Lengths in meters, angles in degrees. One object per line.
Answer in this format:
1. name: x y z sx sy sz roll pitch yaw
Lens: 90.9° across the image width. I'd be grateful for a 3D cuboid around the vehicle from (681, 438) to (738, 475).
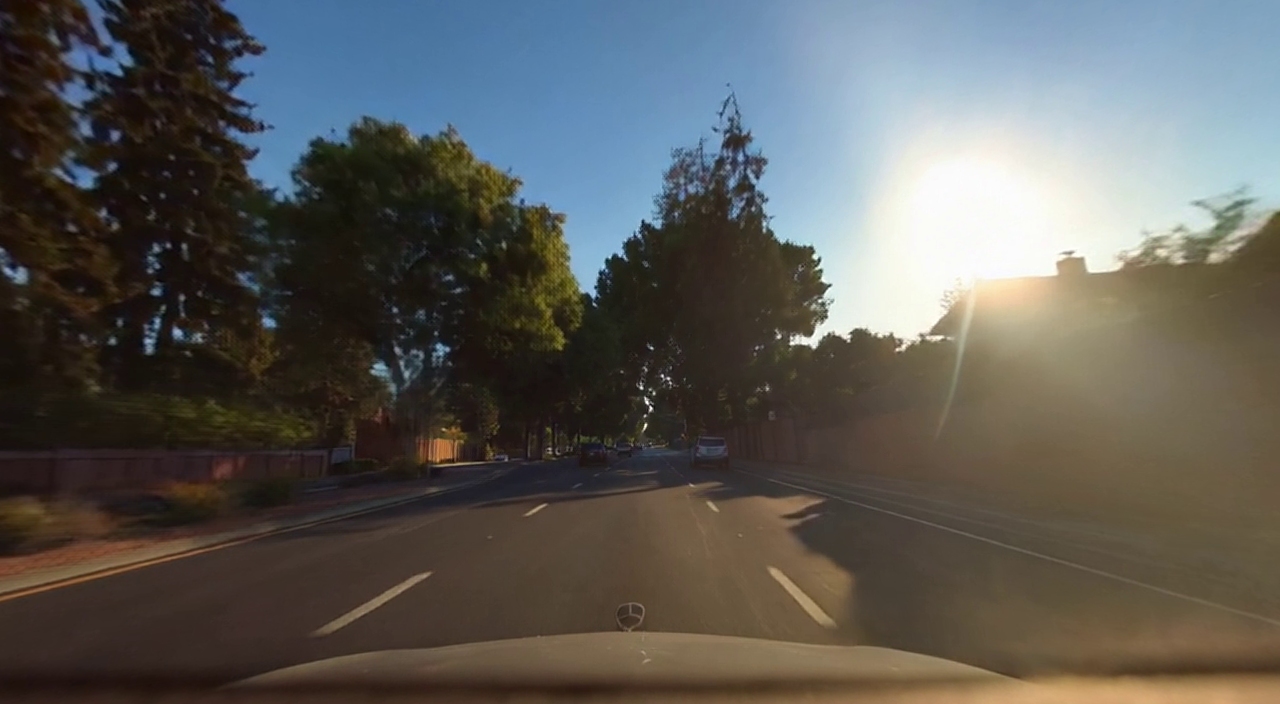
1. vehicle: 3.319 5.111 31.115 2.321 1.695 5.037 0 -8 1
